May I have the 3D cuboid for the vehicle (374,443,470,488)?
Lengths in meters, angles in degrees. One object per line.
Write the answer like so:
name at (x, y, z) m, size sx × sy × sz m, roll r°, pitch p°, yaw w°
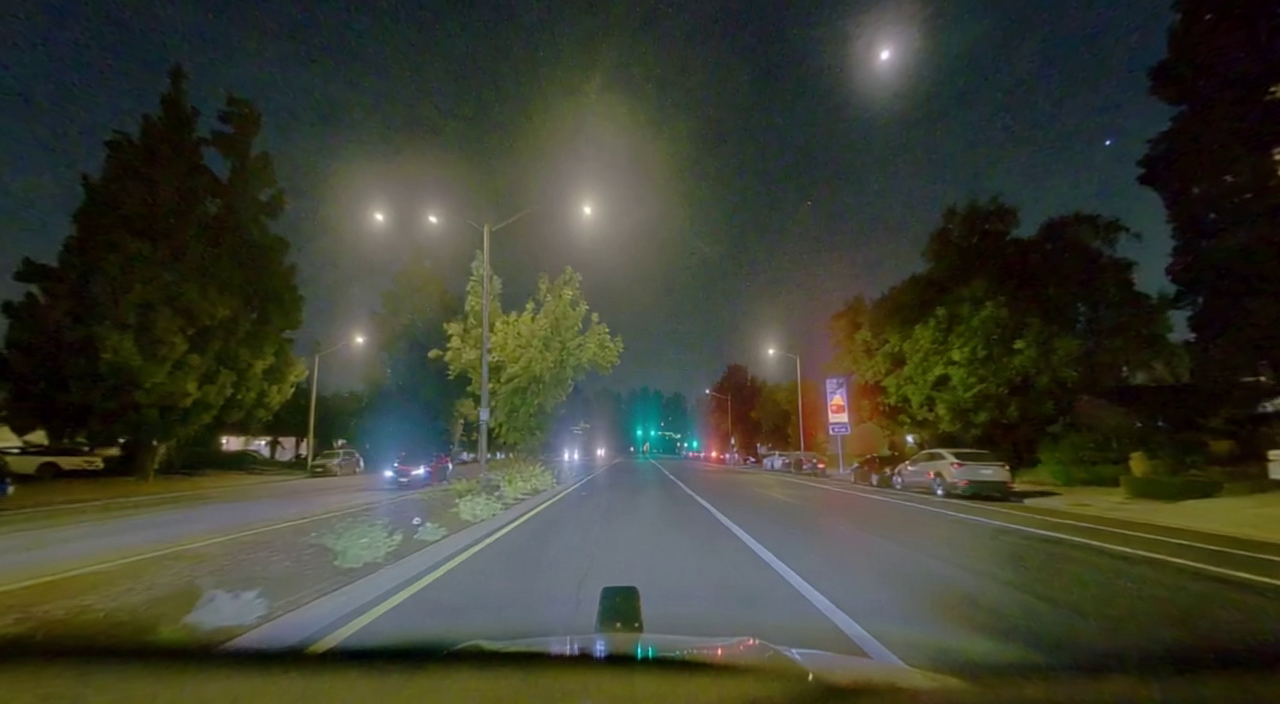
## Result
vehicle at (-8.032, 4.194, 23.797) m, size 1.913 × 1.485 × 4.624 m, roll 0°, pitch -8°, yaw 1°

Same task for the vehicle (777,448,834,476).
vehicle at (9.616, 6.415, 37.107) m, size 1.899 × 1.475 × 4.572 m, roll 0°, pitch -8°, yaw -2°

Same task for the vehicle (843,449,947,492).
vehicle at (9.632, 4.481, 24.316) m, size 1.961 × 1.456 × 4.493 m, roll 0°, pitch -8°, yaw -2°

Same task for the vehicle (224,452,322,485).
vehicle at (-18.429, 5.842, 32.083) m, size 1.813 × 1.494 × 5.131 m, roll -1°, pitch -8°, yaw 1°

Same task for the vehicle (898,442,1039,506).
vehicle at (9.794, 3.612, 19.293) m, size 1.882 × 1.702 × 4.346 m, roll 0°, pitch -8°, yaw -1°

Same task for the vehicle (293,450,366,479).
vehicle at (-18.438, 6.679, 37.796) m, size 1.885 × 1.553 × 4.864 m, roll 0°, pitch -8°, yaw 0°
